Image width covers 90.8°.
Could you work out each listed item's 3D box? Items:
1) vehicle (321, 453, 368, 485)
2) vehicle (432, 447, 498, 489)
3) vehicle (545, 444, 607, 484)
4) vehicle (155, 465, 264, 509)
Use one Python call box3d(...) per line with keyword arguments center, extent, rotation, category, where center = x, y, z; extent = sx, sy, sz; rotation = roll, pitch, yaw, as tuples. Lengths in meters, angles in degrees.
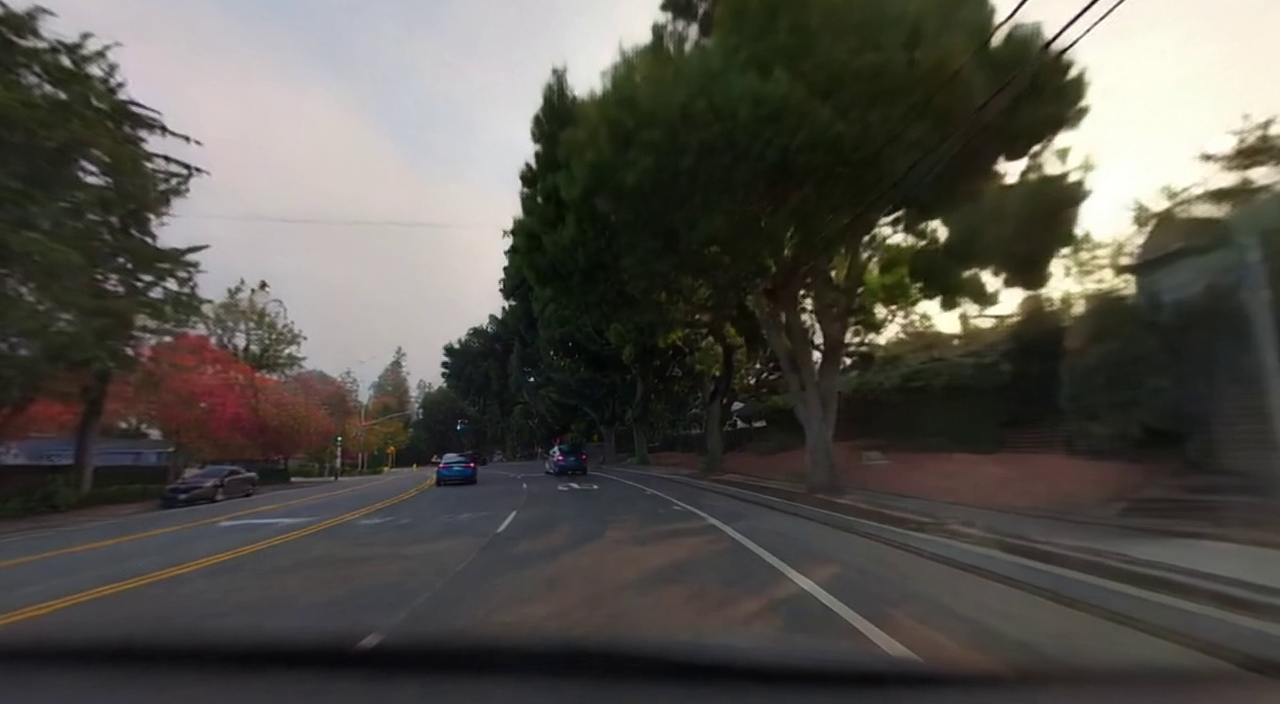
box3d(center=(-22.405, 8.850, 48.137), extent=(2.094, 2.000, 5.603), rotation=(3, -7, -13), category="vehicle")
box3d(center=(-6.532, 4.348, 23.991), extent=(1.913, 1.425, 4.235), rotation=(1, -9, -9), category="vehicle")
box3d(center=(-2.780, 4.654, 26.540), extent=(2.168, 1.504, 4.284), rotation=(2, -9, -11), category="vehicle")
box3d(center=(-17.380, 5.432, 25.824), extent=(1.944, 1.458, 4.549), rotation=(2, -9, -11), category="vehicle")
